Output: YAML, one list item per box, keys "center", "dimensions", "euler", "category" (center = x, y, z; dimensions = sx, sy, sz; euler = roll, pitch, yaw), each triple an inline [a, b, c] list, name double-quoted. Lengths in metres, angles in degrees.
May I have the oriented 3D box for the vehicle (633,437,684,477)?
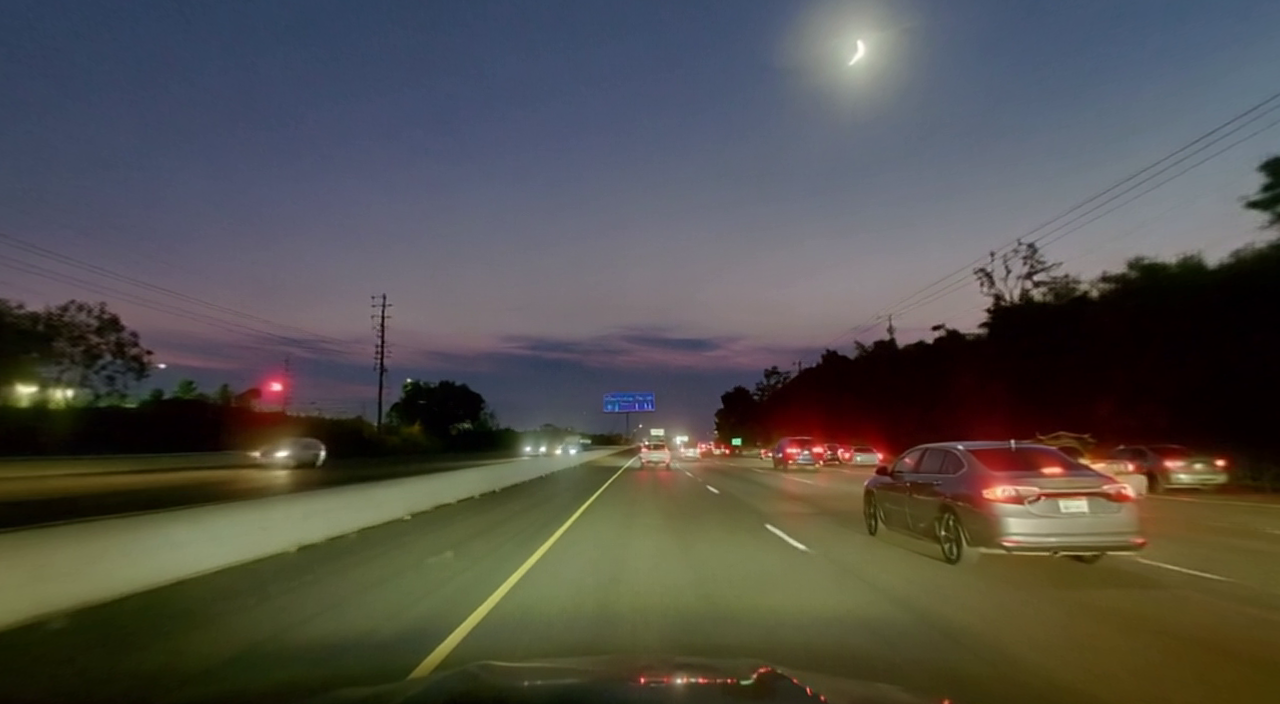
- center: [0.753, 4.533, 27.456]
  dimensions: [2.042, 1.581, 3.769]
  euler: [0, -8, 0]
  category: "vehicle"

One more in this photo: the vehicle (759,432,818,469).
- center: [7.980, 5.343, 34.333]
  dimensions: [2.041, 1.821, 4.562]
  euler: [0, -8, 0]
  category: "vehicle"

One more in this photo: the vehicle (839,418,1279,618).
- center: [3.924, 1.573, 6.982]
  dimensions: [1.986, 1.478, 4.429]
  euler: [0, -8, 0]
  category: "vehicle"

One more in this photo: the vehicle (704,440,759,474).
- center: [4.163, 4.830, 29.232]
  dimensions: [1.936, 1.465, 4.060]
  euler: [0, -8, 0]
  category: "vehicle"

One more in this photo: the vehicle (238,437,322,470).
- center: [-20.384, 5.748, 35.925]
  dimensions: [2.015, 1.716, 4.433]
  euler: [0, -8, 2]
  category: "vehicle"
